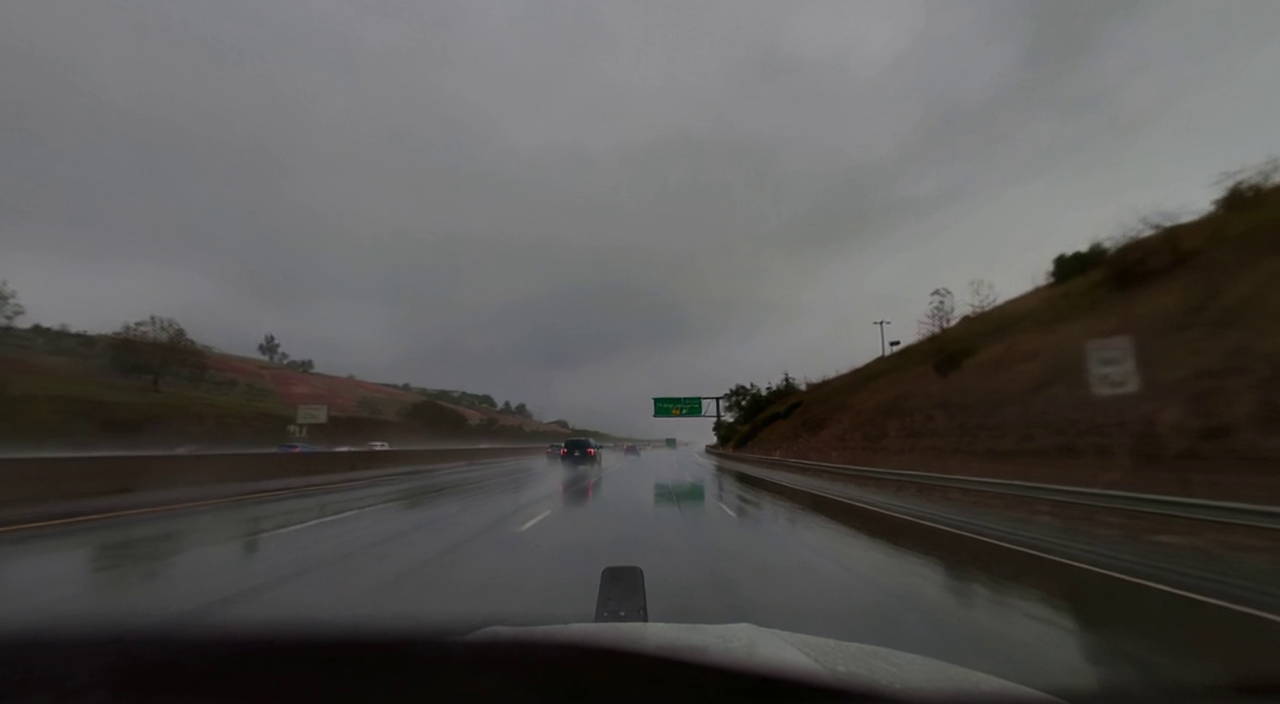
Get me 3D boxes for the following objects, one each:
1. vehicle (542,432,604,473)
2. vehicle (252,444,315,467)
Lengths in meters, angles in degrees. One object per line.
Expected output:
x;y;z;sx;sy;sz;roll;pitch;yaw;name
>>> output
-3.283;5.073;31.972;2.413;1.896;5.218;0;-8;2;vehicle
-27.685;8.030;48.937;2.016;1.671;4.537;0;-8;3;vehicle
